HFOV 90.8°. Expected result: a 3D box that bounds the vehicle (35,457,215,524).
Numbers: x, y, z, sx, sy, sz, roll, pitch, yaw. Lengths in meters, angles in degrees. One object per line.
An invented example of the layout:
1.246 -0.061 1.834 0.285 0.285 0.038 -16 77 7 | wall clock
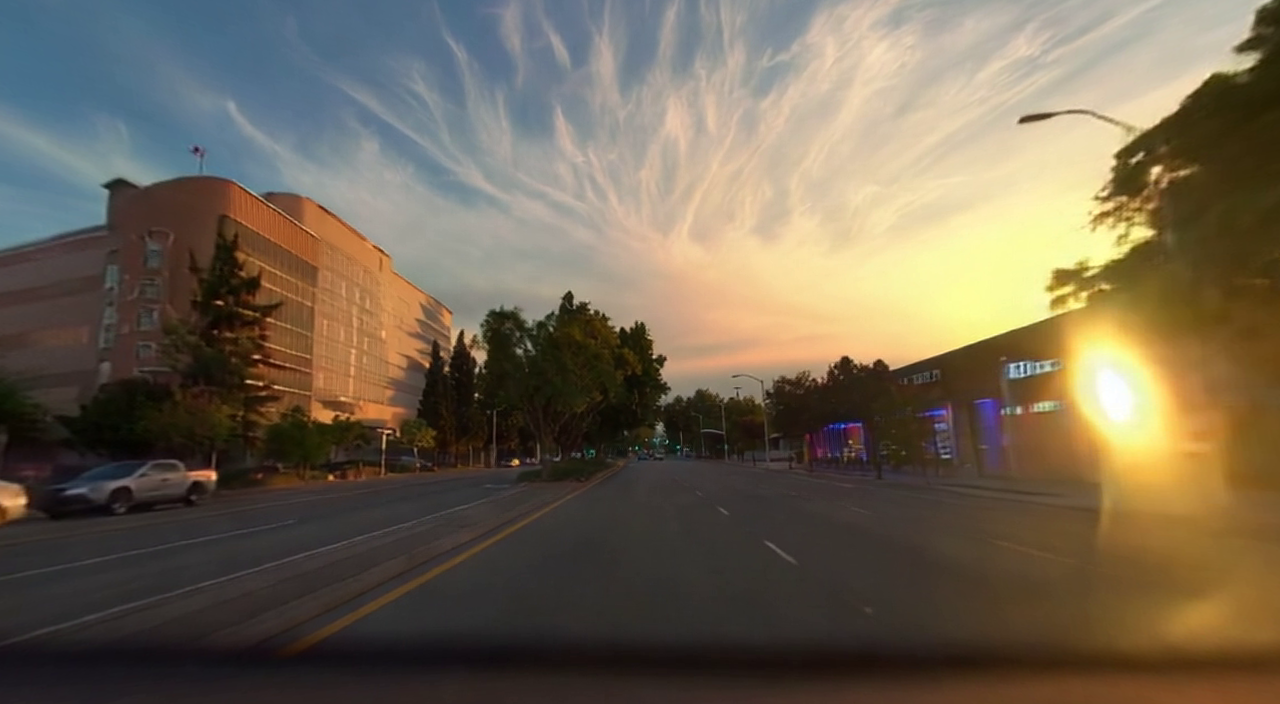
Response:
-16.886 4.506 21.153 1.993 1.887 4.722 -1 -9 0 | vehicle
